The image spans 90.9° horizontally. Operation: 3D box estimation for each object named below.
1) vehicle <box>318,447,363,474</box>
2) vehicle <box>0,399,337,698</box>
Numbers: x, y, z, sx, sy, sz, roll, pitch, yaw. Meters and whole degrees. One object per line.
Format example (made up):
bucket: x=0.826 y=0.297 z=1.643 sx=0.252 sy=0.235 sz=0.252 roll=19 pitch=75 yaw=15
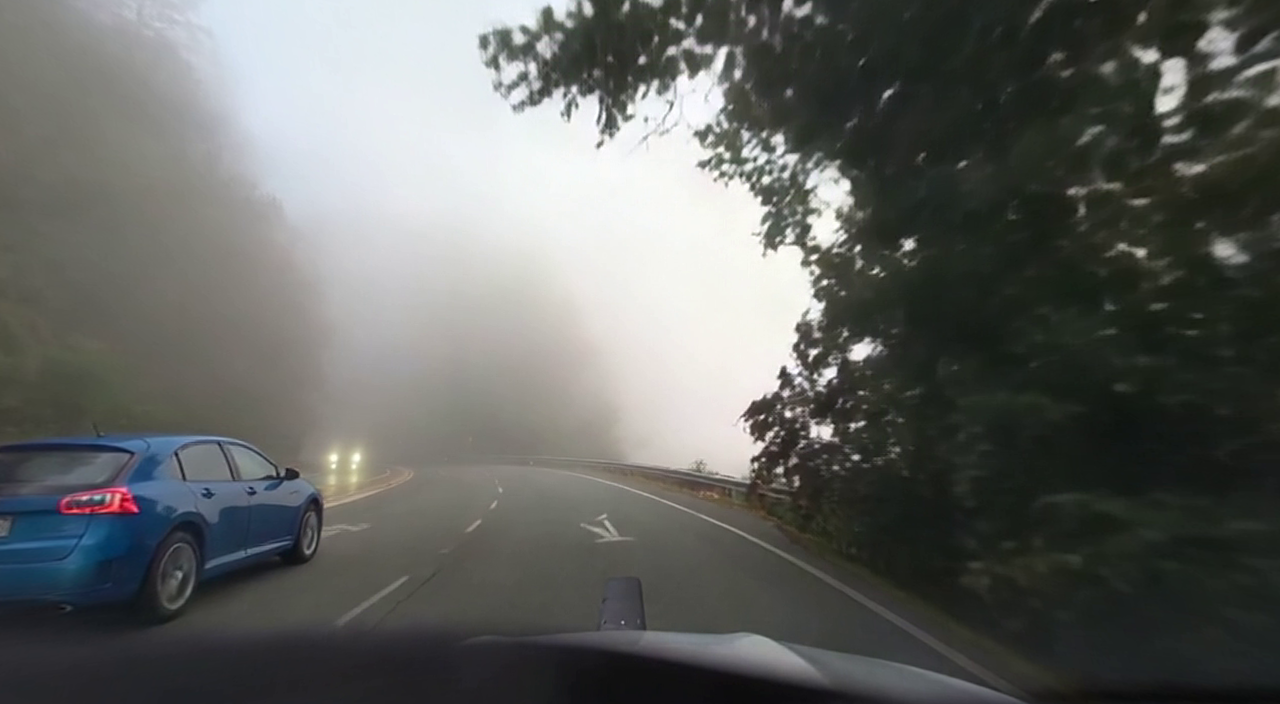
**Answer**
vehicle: x=-18.535 y=6.727 z=39.114 sx=2.032 sy=1.557 sz=4.151 roll=3 pitch=-10 yaw=-19
vehicle: x=-4.503 y=1.372 z=5.386 sx=2.078 sy=1.607 sz=3.959 roll=0 pitch=-9 yaw=-5
